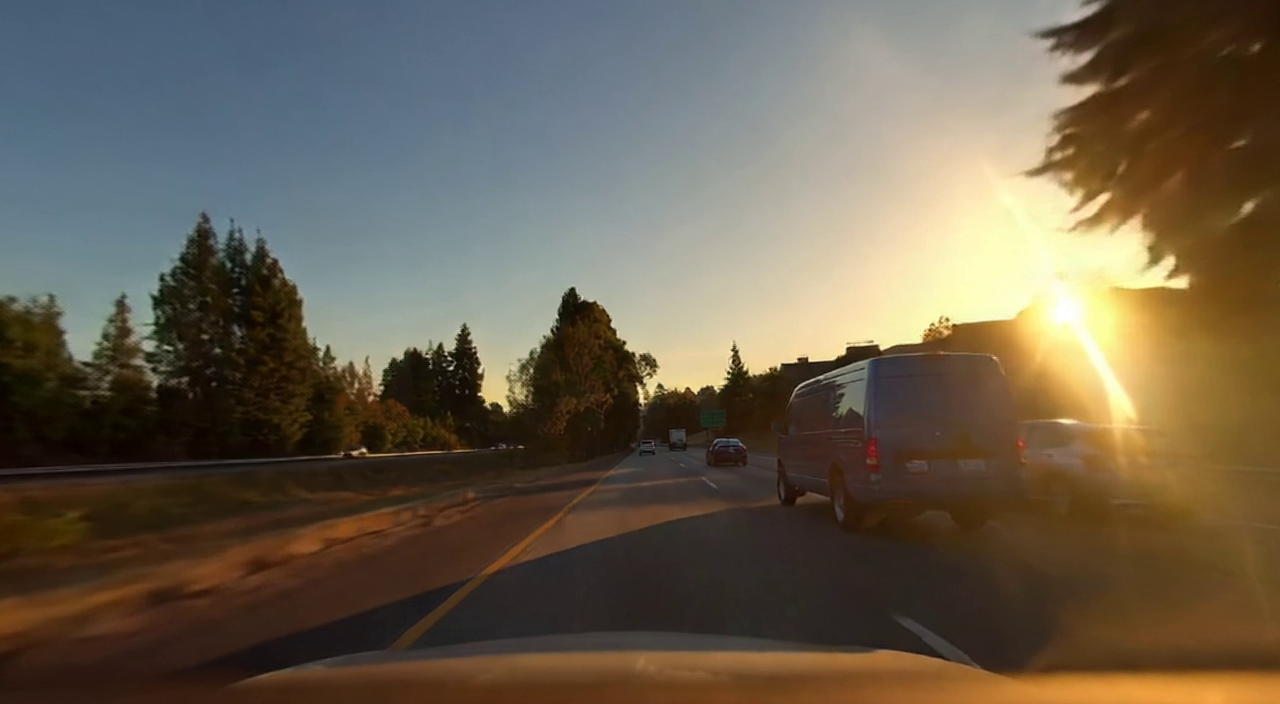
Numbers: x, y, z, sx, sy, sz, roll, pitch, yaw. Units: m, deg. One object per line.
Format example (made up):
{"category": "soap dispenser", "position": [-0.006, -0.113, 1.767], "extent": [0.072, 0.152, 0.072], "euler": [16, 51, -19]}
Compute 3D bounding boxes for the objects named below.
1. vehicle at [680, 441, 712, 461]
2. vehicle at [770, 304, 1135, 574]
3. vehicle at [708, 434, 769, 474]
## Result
{"category": "vehicle", "position": [4.265, 7.588, 48.357], "extent": [2.050, 1.448, 4.123], "euler": [0, -8, -1]}
{"category": "vehicle", "position": [3.673, 1.263, 9.238], "extent": [2.302, 2.670, 5.912], "euler": [0, -8, 1]}
{"category": "vehicle", "position": [4.389, 4.643, 28.846], "extent": [2.034, 1.651, 4.342], "euler": [0, -8, -1]}
